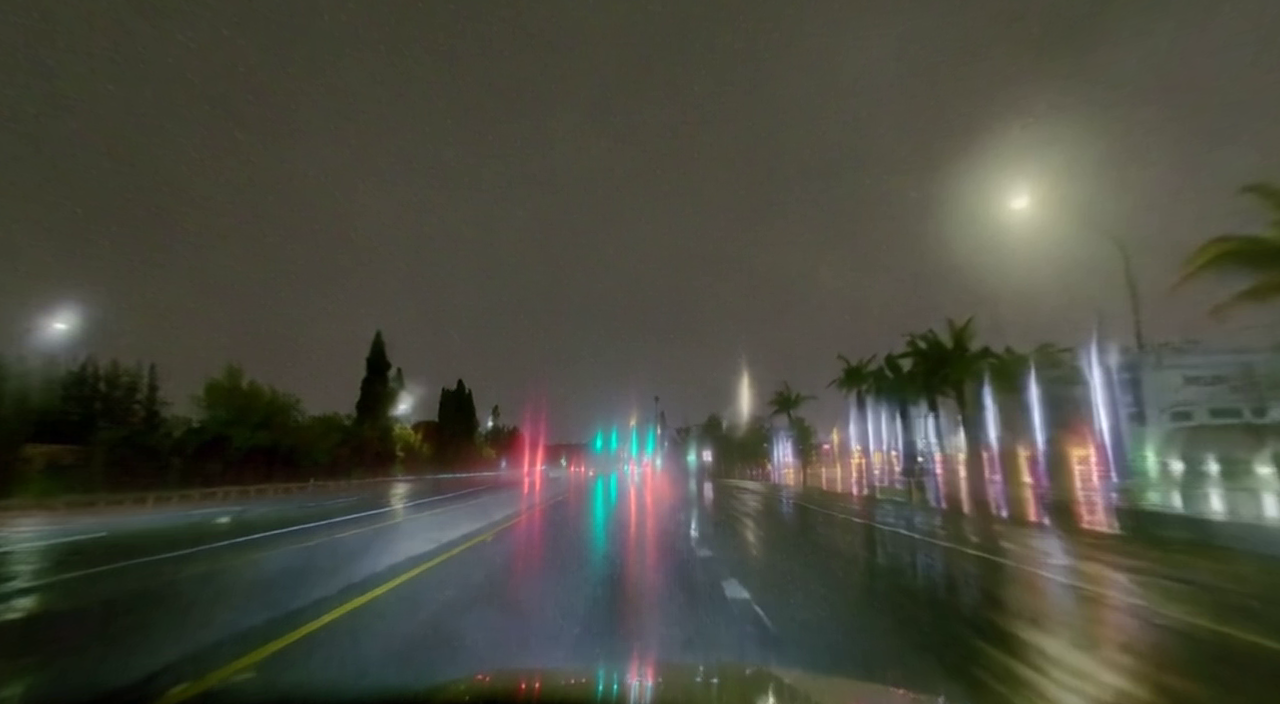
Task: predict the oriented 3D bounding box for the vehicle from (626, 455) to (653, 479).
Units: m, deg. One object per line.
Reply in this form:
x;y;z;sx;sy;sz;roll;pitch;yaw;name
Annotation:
-0.096;9.003;49.679;2.001;1.688;4.128;0;-9;-2;vehicle
